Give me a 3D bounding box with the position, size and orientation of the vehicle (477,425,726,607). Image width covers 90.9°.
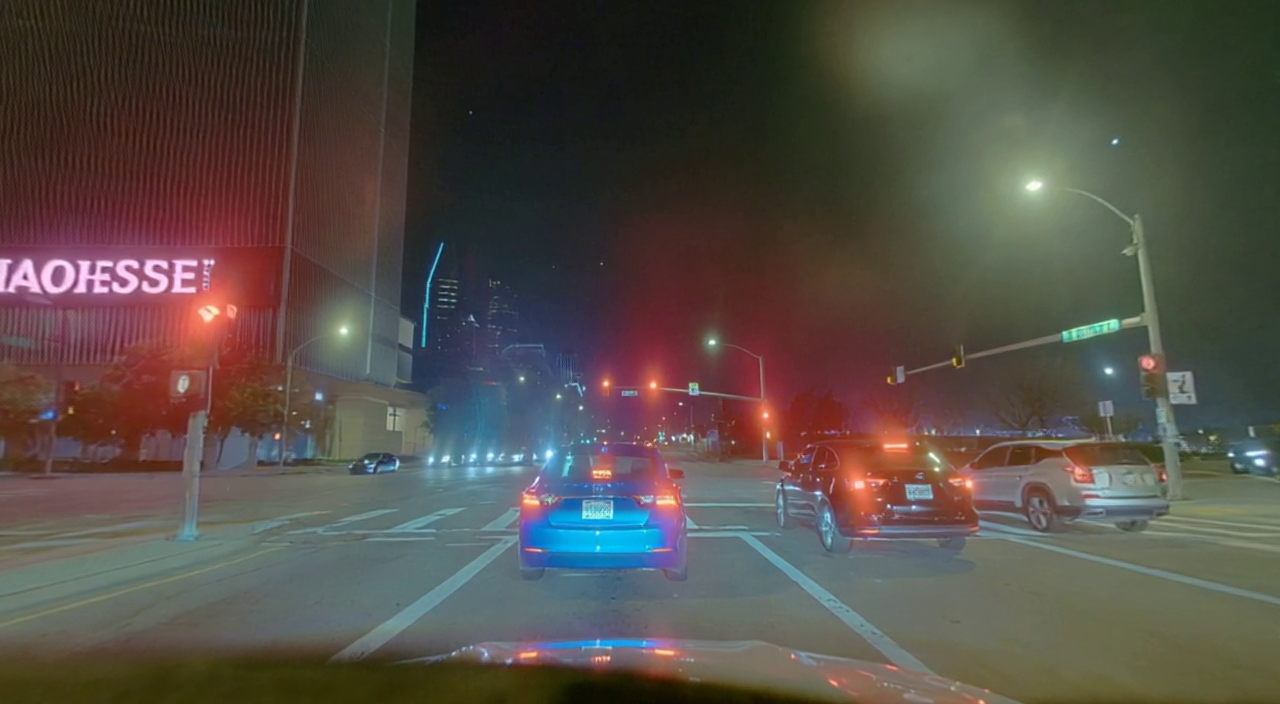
[{"bbox_3d":[-0.365,1.655,7.291,2.059,1.477,3.988,0,-8,-1],"label":"vehicle"}]

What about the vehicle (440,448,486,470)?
[{"bbox_3d":[-13.054,7.903,46.734,2.049,1.483,4.407,0,-8,0],"label":"vehicle"}]

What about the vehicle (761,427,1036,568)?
[{"bbox_3d":[3.218,1.889,8.973,2.042,1.508,4.109,0,-8,-2],"label":"vehicle"}]

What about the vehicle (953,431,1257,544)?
[{"bbox_3d":[7.448,2.166,10.790,1.908,1.517,4.182,0,-8,-1],"label":"vehicle"}]

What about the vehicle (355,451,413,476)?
[{"bbox_3d":[-16.900,7.362,41.910,2.048,1.463,4.530,0,-8,-1],"label":"vehicle"}]
